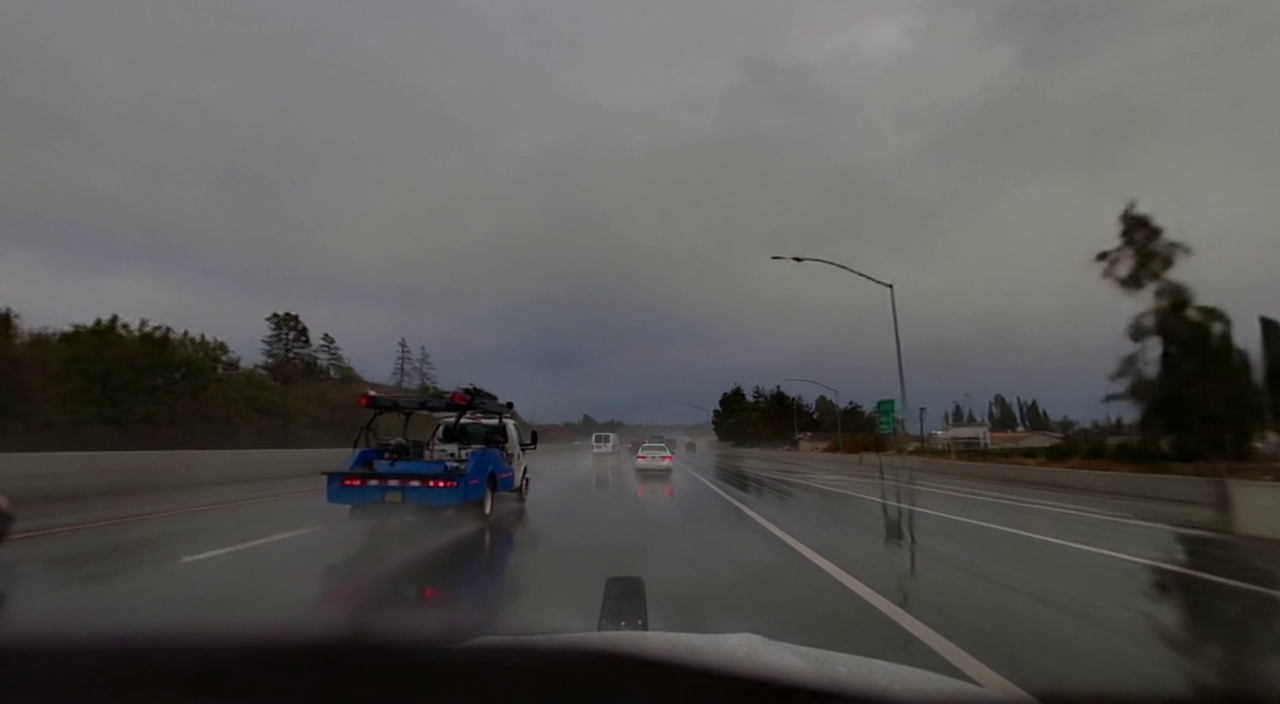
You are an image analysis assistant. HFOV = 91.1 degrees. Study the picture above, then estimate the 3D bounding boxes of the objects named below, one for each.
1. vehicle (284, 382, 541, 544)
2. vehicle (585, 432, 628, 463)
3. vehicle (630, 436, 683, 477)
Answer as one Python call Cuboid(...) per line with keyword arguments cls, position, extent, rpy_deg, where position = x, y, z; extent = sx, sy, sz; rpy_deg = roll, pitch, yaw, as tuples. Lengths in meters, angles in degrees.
Cuboid(cls="vehicle", position=(-3.351, 1.818, 10.870), extent=(2.292, 2.070, 5.532), rpy_deg=(0, -8, 1))
Cuboid(cls="vehicle", position=(-2.391, 7.073, 46.547), extent=(2.526, 2.146, 5.594), rpy_deg=(0, -8, 3))
Cuboid(cls="vehicle", position=(0.686, 4.561, 27.611), extent=(2.165, 1.653, 4.456), rpy_deg=(0, -8, 1))
